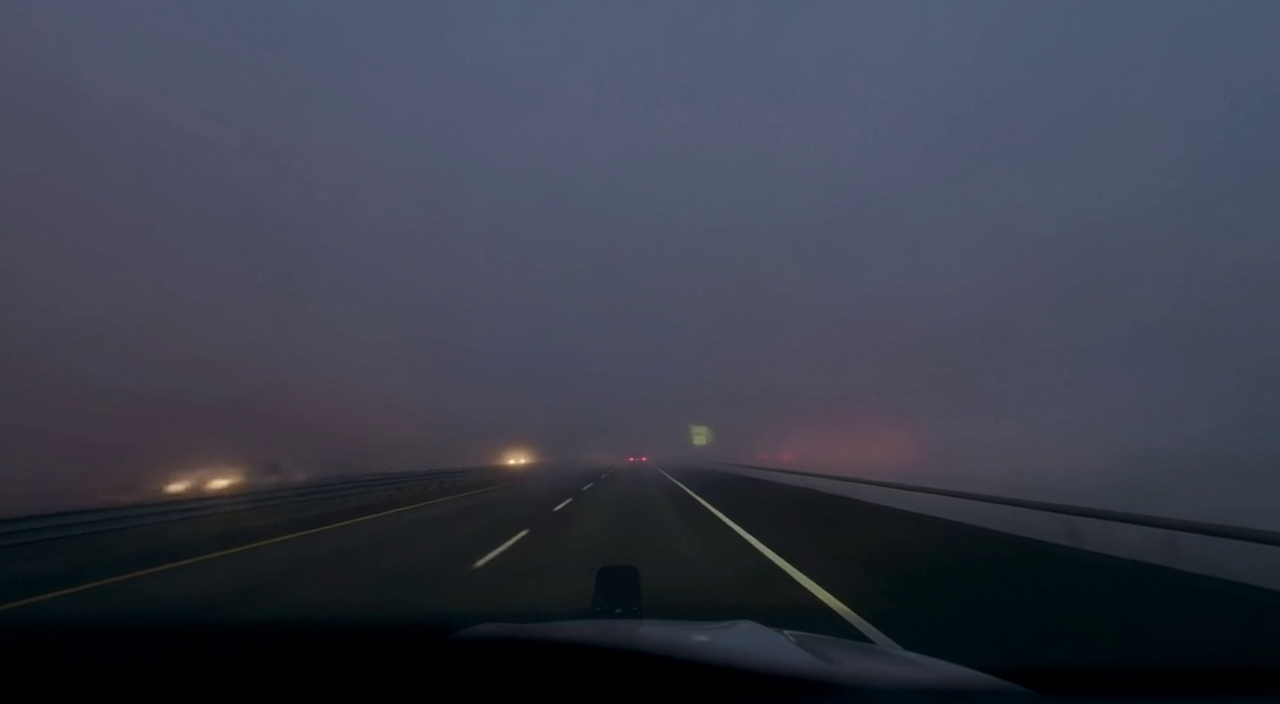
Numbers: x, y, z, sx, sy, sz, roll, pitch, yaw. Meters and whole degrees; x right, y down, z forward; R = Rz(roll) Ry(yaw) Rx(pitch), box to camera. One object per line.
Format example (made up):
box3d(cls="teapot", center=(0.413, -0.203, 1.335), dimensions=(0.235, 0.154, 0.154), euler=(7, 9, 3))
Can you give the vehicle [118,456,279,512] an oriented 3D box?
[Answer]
box3d(cls="vehicle", center=(-13.633, 4.057, 19.827), dimensions=(1.805, 1.488, 4.503), euler=(0, -9, 0))
